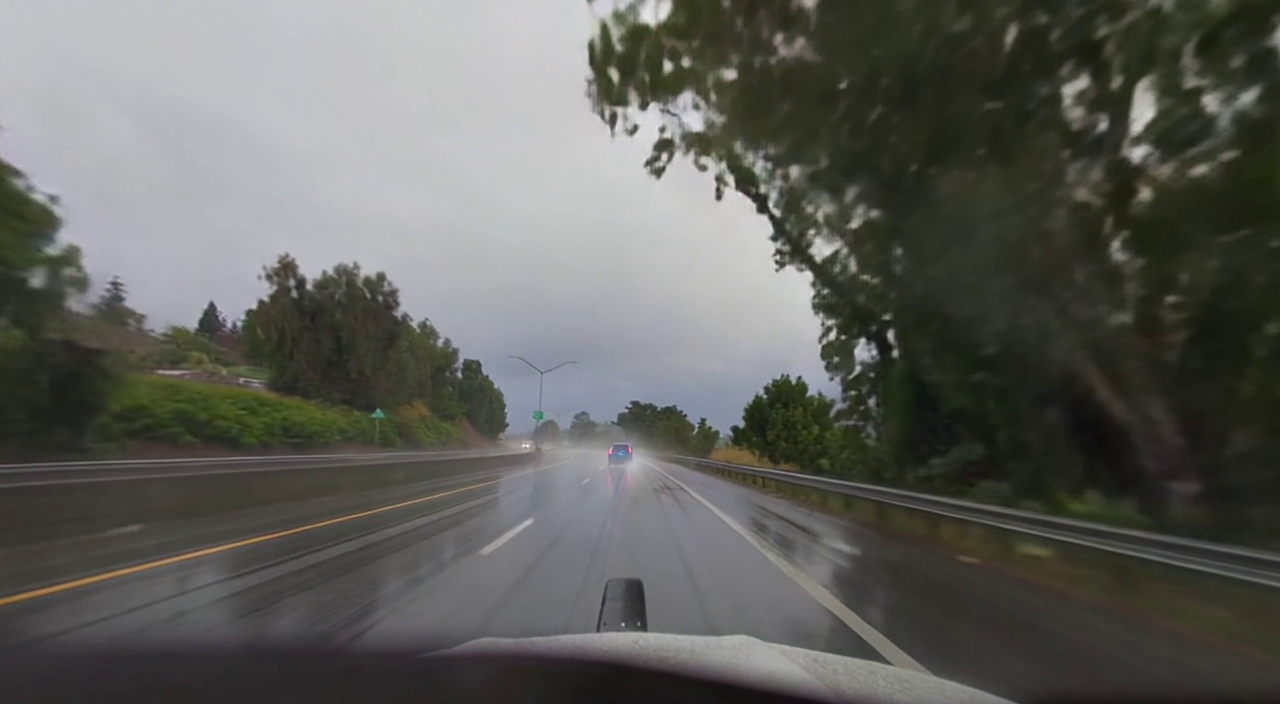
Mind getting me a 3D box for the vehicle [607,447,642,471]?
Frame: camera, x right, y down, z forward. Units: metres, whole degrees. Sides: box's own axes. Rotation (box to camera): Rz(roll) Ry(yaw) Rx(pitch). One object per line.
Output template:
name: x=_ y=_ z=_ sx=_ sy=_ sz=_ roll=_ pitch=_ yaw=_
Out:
vehicle: x=-0.997 y=6.853 z=40.514 sx=2.126 sy=1.411 sz=4.433 roll=0 pitch=-9 yaw=-1
